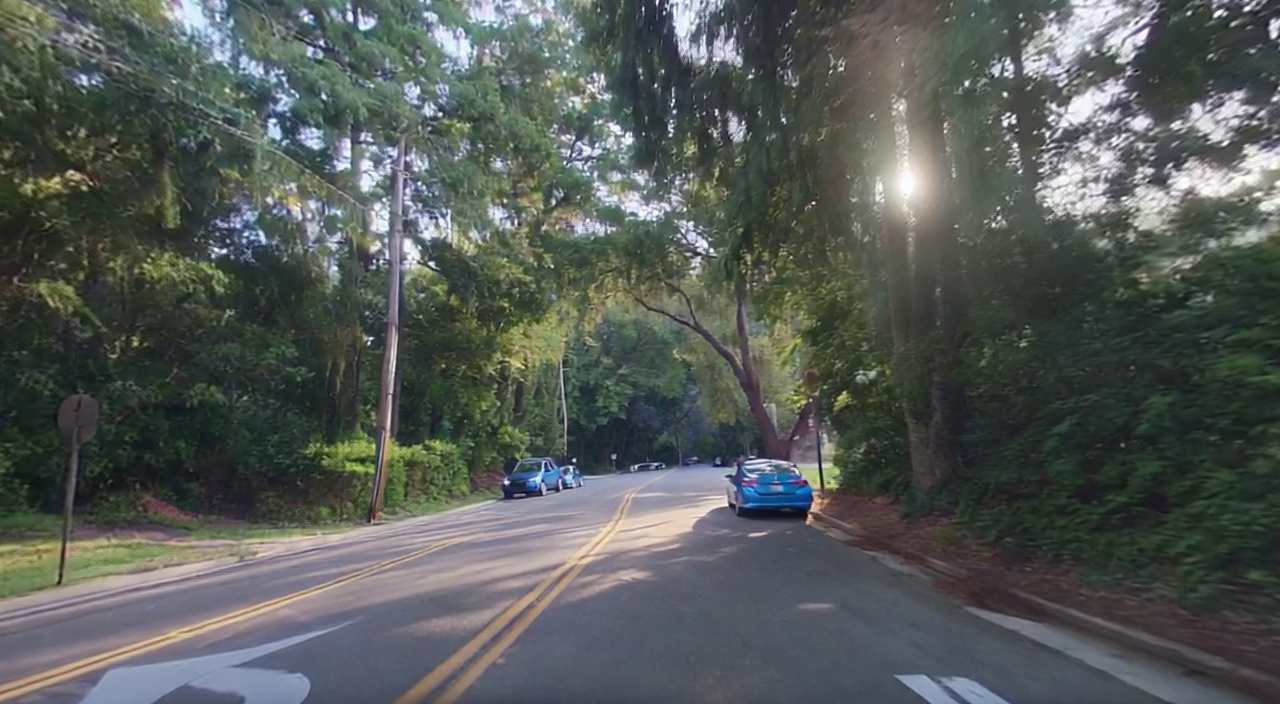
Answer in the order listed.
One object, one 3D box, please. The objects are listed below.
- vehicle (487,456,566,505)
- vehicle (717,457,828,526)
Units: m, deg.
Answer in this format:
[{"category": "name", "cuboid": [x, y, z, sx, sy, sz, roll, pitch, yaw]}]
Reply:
[{"category": "vehicle", "cuboid": [-5.630, 6.520, 32.178, 2.583, 2.167, 5.667, -3, -11, 4]}, {"category": "vehicle", "cuboid": [3.246, 3.517, 16.431, 2.033, 1.424, 4.560, -1, -9, 2]}]
